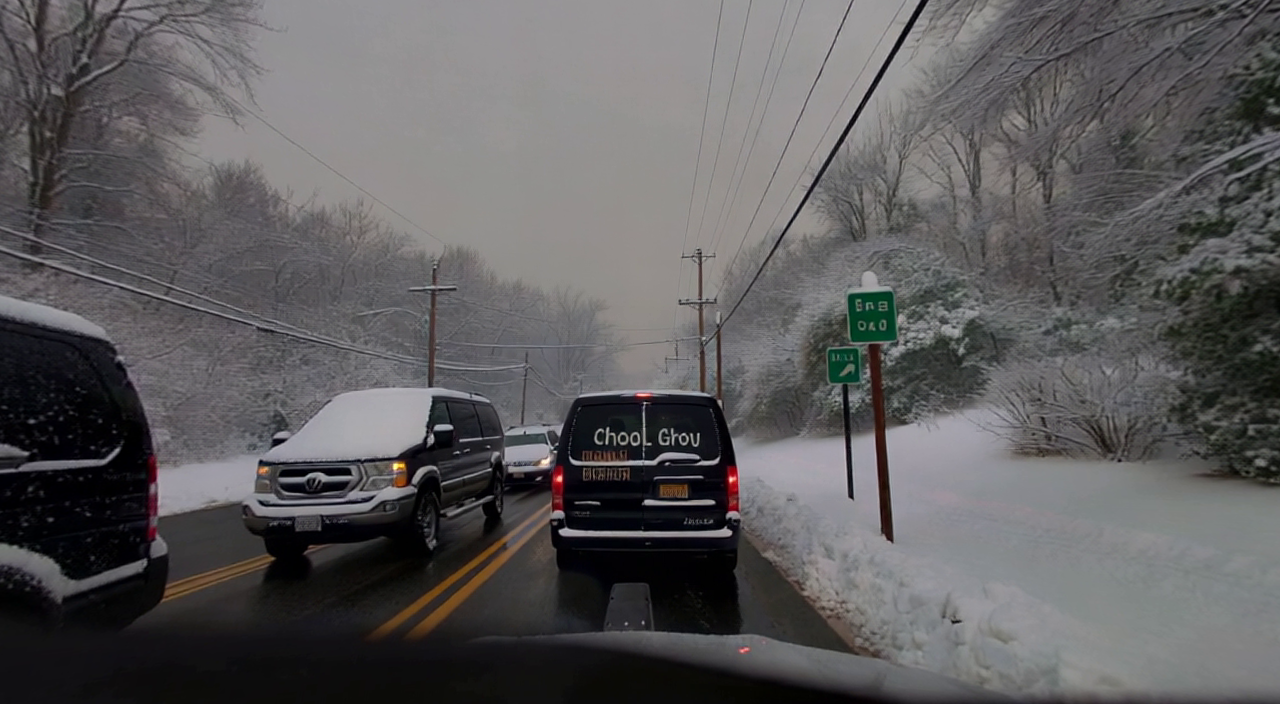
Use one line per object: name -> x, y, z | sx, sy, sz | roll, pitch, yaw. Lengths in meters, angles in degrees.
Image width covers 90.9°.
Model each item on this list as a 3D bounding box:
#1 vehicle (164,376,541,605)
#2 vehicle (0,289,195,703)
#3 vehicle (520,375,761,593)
vehicle -> -2.751, 1.482, 7.623 | 2.109, 1.851, 4.749 | -1, -8, 3
vehicle -> -3.134, 0.458, 0.256 | 2.160, 1.796, 4.997 | 0, -8, 1
vehicle -> 0.114, 1.465, 7.702 | 2.117, 1.911, 4.095 | -1, -8, 3
